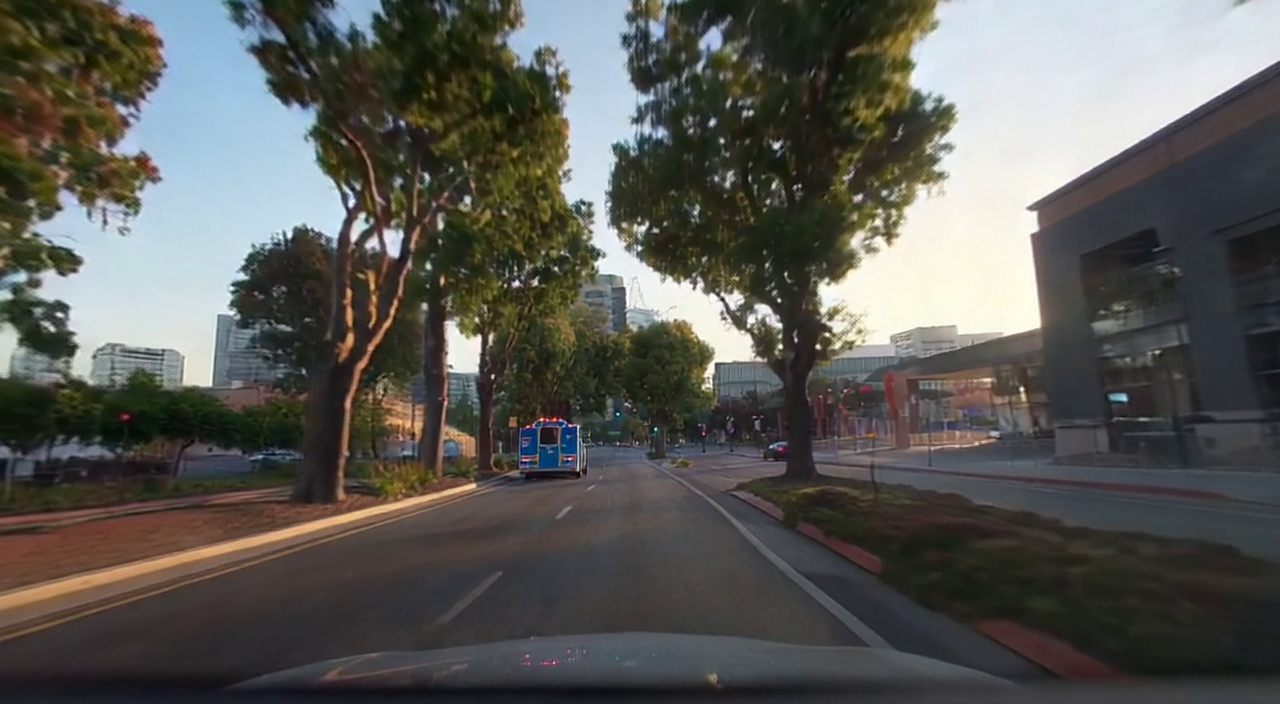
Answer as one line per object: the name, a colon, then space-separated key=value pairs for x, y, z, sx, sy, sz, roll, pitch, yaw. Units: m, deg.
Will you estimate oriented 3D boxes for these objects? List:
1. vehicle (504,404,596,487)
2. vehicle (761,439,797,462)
vehicle: x=-3.236 y=3.583 z=24.291 sx=2.633 sy=2.787 sz=5.796 roll=0 pitch=-9 yaw=0
vehicle: x=10.853 y=7.719 z=49.561 sx=1.980 sy=1.719 sz=4.422 roll=-1 pitch=-9 yaw=2
